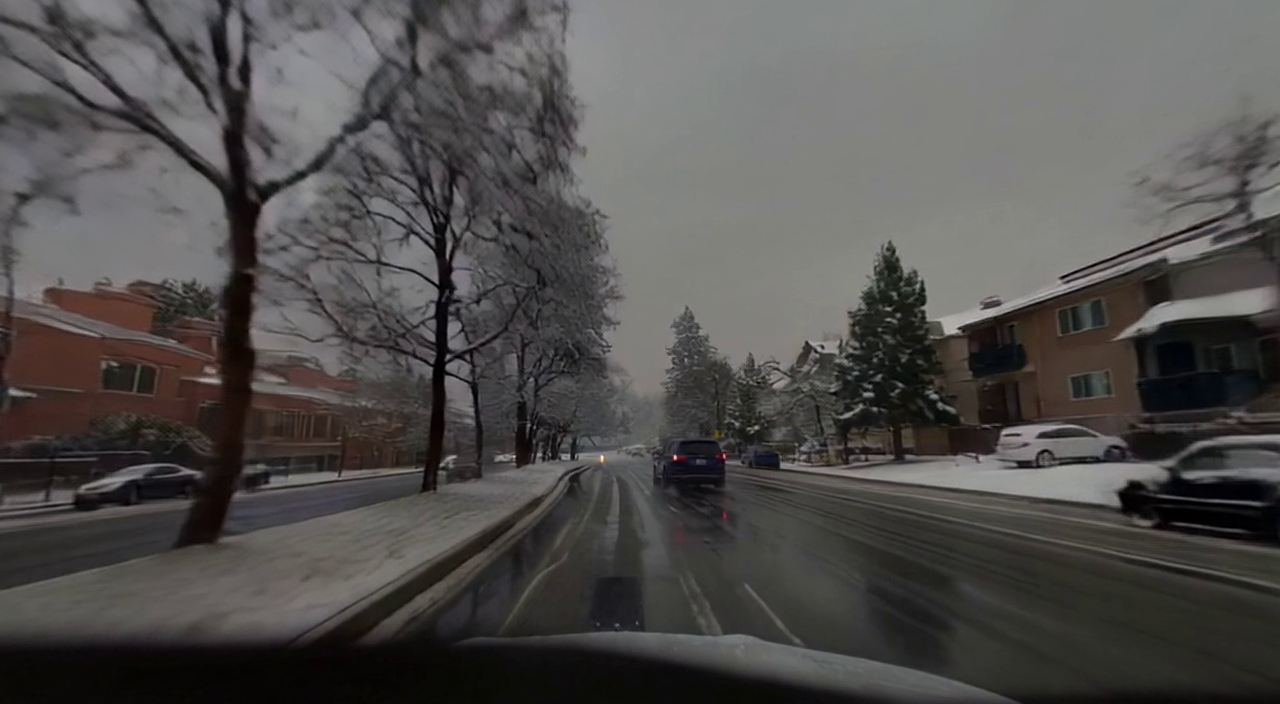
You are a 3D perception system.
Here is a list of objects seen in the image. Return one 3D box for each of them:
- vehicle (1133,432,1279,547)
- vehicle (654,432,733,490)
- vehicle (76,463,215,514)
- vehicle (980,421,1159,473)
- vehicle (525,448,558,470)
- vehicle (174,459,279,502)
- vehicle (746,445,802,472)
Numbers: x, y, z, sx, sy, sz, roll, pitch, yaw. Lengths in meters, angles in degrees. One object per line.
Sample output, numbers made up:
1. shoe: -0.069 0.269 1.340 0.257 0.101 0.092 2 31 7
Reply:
1. vehicle: 9.278 1.807 8.331 1.858 1.489 4.556 0 -8 0
2. vehicle: 1.721 3.707 21.871 2.085 1.763 4.490 0 -9 -3
3. vehicle: -18.729 5.147 24.259 1.999 1.462 4.516 -1 -8 -5
4. vehicle: 15.777 3.545 23.535 5.007 1.793 2.031 -2 -9 11
5. vehicle: -7.142 7.766 46.172 1.958 1.501 4.294 0 -9 -2
6. vehicle: -18.932 5.868 29.225 1.937 1.612 4.515 -1 -7 -2
7. vehicle: 7.720 6.167 36.795 1.996 1.474 4.771 0 -9 -3
